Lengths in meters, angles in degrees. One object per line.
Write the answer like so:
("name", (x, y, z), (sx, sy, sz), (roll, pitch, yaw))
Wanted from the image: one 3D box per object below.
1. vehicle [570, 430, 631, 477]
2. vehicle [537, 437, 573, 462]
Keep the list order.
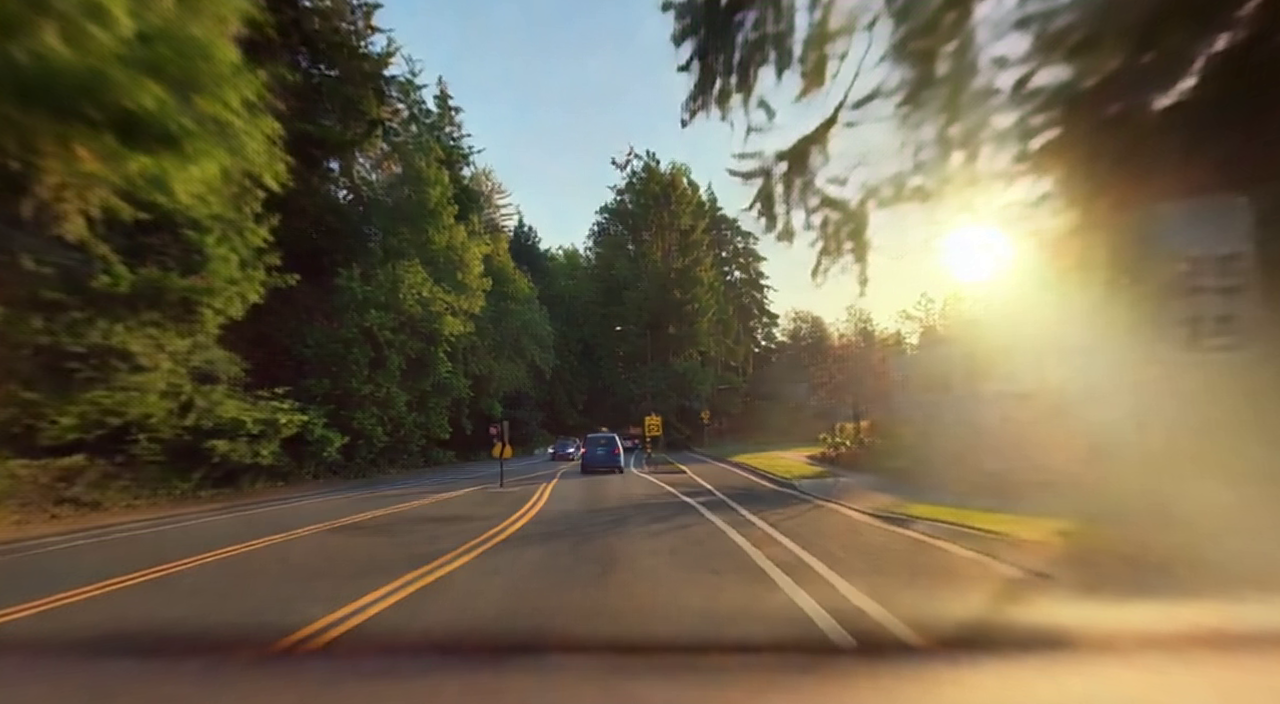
("vehicle", (-1.544, 4.050, 25.318), (2.216, 1.708, 4.110), (0, -9, -2))
("vehicle", (-5.935, 6.869, 44.601), (2.087, 1.677, 4.467), (0, -9, -2))
